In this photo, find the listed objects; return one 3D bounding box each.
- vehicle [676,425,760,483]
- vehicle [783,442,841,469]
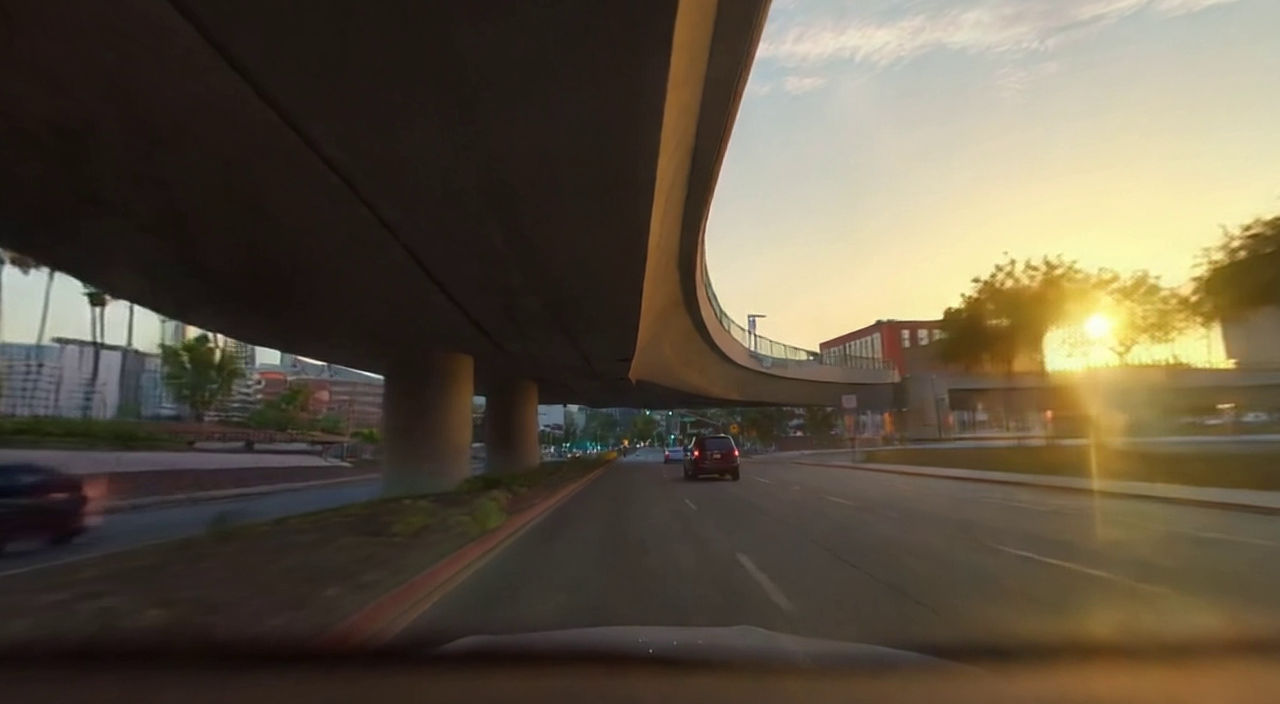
[{"bbox_3d":[2.865,3.962,24.768,2.559,2.017,5.562,0,-8,-1],"label":"vehicle"},{"bbox_3d":[10.099,6.102,37.510,1.989,1.472,5.054,0,-9,-1],"label":"vehicle"}]
